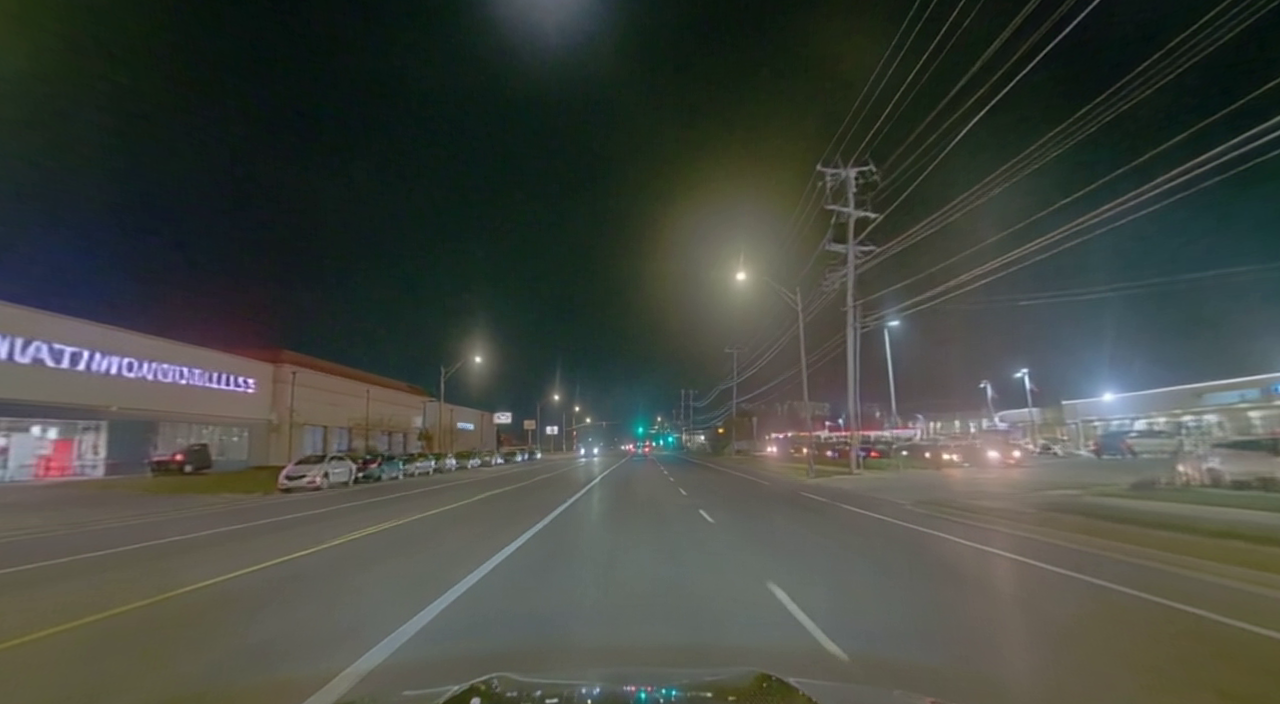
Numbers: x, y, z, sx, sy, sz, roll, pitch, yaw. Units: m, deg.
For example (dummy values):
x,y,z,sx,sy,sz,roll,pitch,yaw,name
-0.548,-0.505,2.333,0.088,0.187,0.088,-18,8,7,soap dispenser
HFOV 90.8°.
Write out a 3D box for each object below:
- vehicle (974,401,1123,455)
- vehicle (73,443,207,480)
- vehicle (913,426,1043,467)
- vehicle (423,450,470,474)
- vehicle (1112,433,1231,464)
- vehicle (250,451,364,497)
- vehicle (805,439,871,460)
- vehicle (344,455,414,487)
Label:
x,y,z,sx,sy,sz,roll,pitch,yaw,name
29.567,5.579,45.987,8.821,3.745,2.909,0,-9,-3,vehicle
-23.942,5.251,30.469,4.527,1.679,2.055,3,-9,-18,vehicle
15.349,4.303,28.923,4.667,1.775,2.199,0,-9,-1,vehicle
-13.712,7.817,45.013,1.901,1.552,4.541,0,-8,0,vehicle
26.894,4.889,32.052,4.367,1.458,1.857,0,-9,-3,vehicle
-13.763,5.015,26.526,2.014,1.523,5.092,-3,-8,1,vehicle
14.980,7.397,47.883,4.300,1.431,1.937,-2,-7,1,vehicle
-13.631,6.197,33.280,1.791,1.377,4.807,-2,-8,-1,vehicle
